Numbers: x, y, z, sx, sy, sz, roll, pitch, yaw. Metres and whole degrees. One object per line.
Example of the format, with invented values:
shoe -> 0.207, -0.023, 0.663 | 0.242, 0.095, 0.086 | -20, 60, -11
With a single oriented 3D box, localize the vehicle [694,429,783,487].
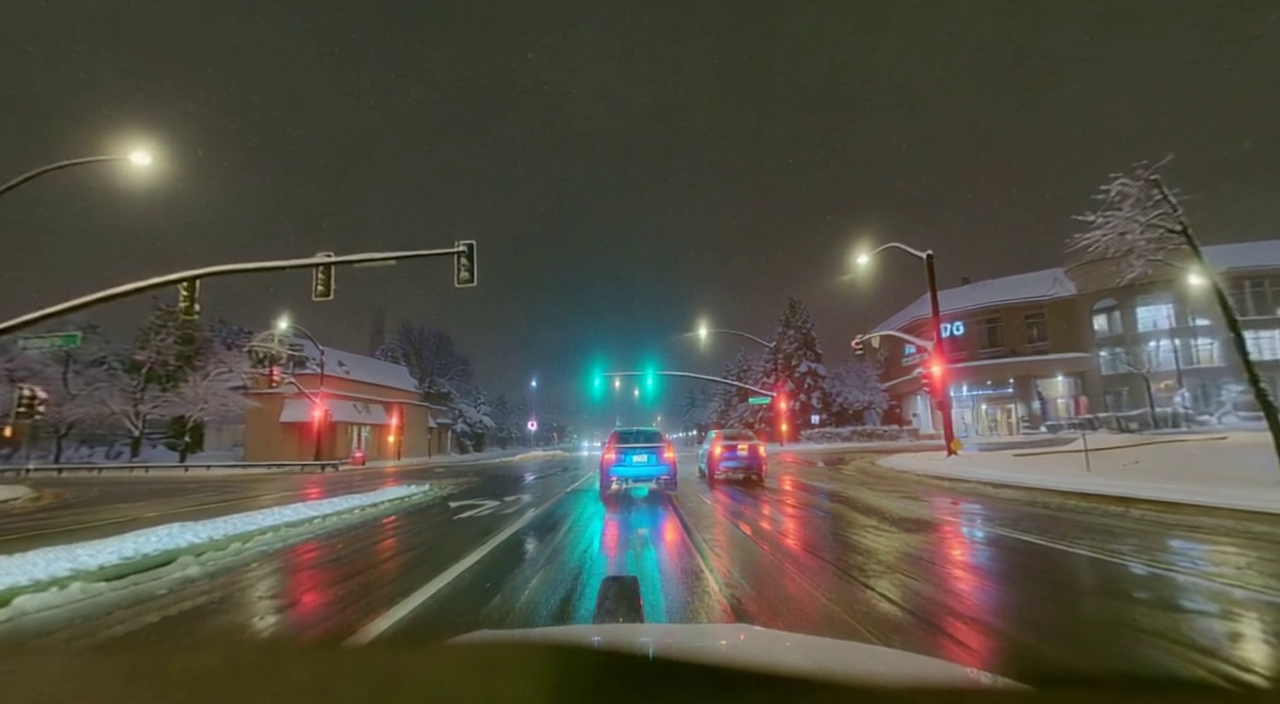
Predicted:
vehicle -> 3.155, 3.509, 21.192 | 2.107, 1.736, 4.228 | 0, -8, -3

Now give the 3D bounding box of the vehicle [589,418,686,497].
vehicle -> -0.156, 2.968, 18.144 | 2.413, 1.939, 4.716 | 0, -8, -2
